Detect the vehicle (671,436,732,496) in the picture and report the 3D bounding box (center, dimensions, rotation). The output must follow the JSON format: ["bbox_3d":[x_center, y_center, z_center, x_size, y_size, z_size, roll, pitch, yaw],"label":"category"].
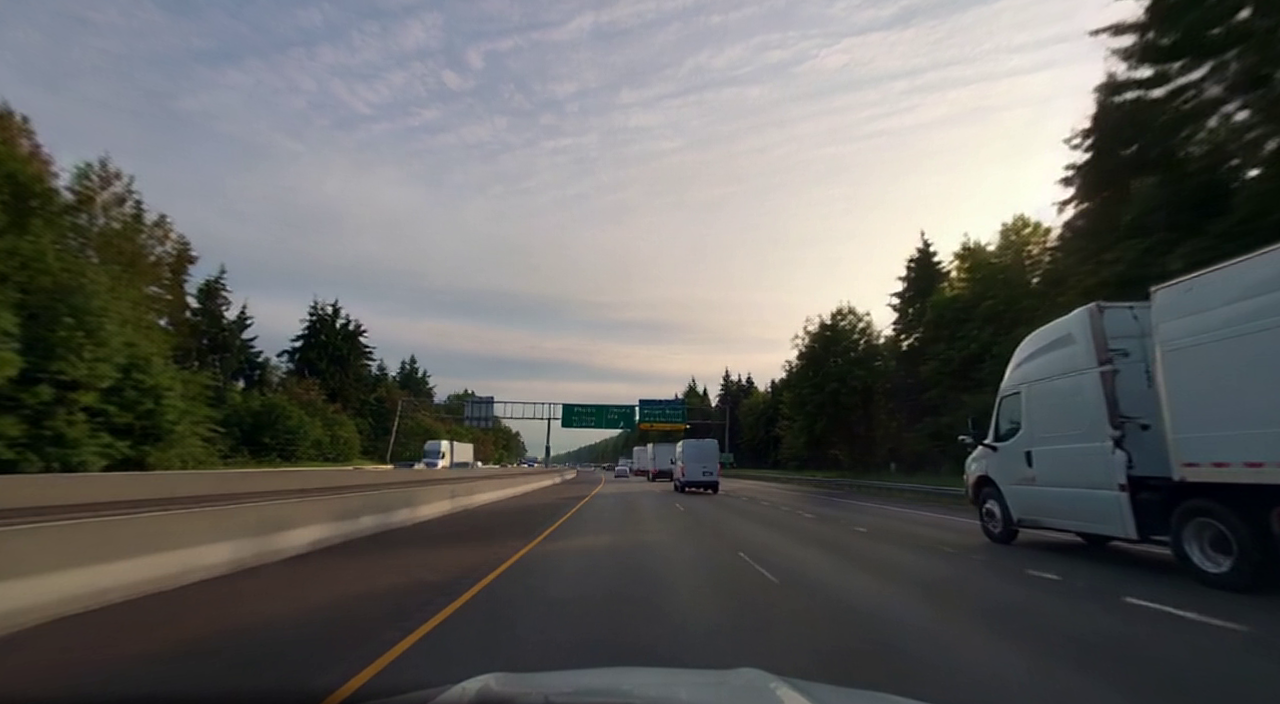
[{"bbox_3d":[2.893,5.616,30.970,2.291,2.639,5.280,1,-10,-2],"label":"vehicle"}]

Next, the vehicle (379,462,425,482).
[{"bbox_3d":[-18.370,9.282,48.633,1.875,1.453,4.480,1,-10,-1],"label":"vehicle"}]

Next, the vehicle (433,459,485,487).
[{"bbox_3d":[-11.140,7.463,38.890,1.950,1.577,4.374,1,-10,-1],"label":"vehicle"}]

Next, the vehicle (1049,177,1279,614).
[{"bbox_3d":[7.555,-0.303,1.965,2.866,4.102,14.351,1,-10,0],"label":"vehicle"}]
